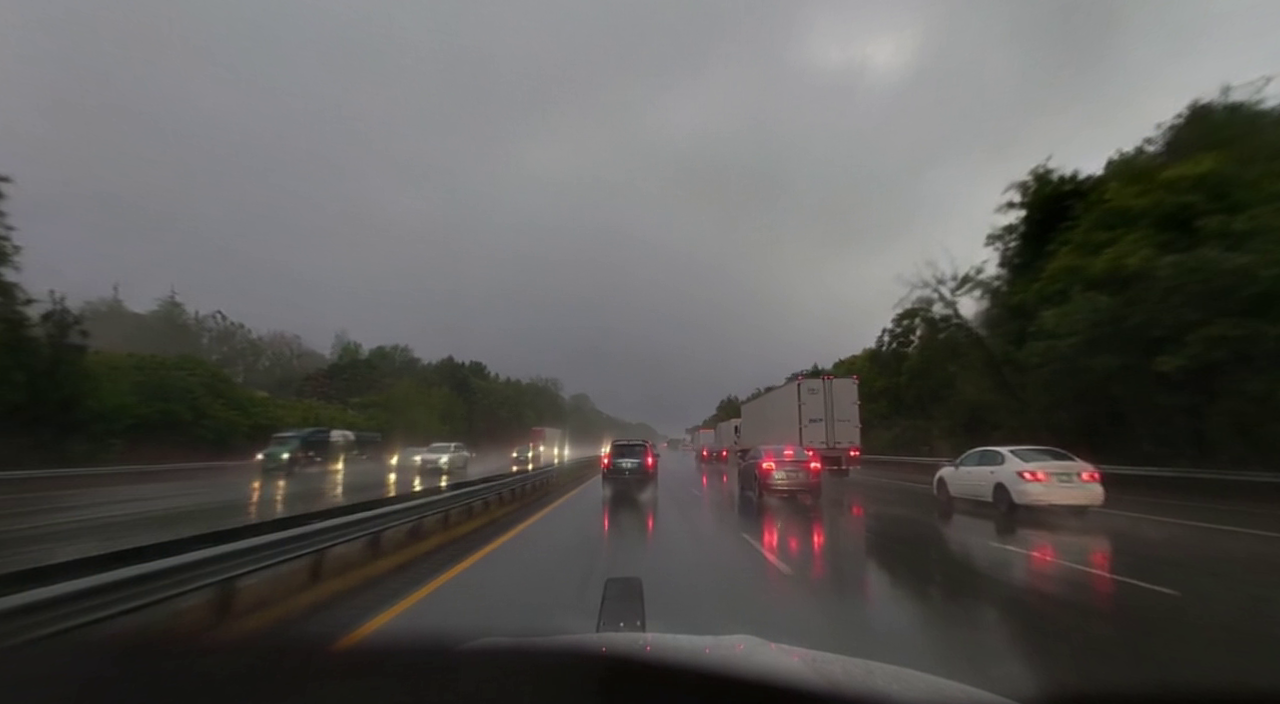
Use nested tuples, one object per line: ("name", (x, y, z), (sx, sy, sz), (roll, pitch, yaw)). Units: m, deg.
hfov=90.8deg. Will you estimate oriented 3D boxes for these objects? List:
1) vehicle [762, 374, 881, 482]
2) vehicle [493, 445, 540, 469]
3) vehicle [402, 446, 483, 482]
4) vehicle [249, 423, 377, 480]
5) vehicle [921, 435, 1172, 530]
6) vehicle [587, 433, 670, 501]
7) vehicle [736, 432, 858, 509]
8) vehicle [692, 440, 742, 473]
("vehicle", (7.673, 3.501, 28.164), (2.823, 4.063, 8.485), (0, -9, 1))
("vehicle", (-7.974, 6.829, 41.193), (2.106, 1.494, 4.170), (0, -9, 1))
("vehicle", (-8.795, 5.034, 28.538), (2.053, 1.476, 4.544), (-1, -9, 2))
("vehicle", (-16.131, 5.022, 31.857), (2.537, 2.511, 7.298), (0, -9, 0))
("vehicle", (7.336, 2.385, 12.051), (1.951, 1.467, 4.173), (0, -9, -1))
("vehicle", (-0.251, 3.086, 17.231), (2.023, 1.618, 3.628), (0, -9, 1))
("vehicle", (3.621, 2.817, 15.348), (1.920, 1.594, 3.867), (0, -9, -1))
("vehicle", (4.049, 5.591, 33.825), (2.150, 1.632, 4.260), (0, -9, 0))
